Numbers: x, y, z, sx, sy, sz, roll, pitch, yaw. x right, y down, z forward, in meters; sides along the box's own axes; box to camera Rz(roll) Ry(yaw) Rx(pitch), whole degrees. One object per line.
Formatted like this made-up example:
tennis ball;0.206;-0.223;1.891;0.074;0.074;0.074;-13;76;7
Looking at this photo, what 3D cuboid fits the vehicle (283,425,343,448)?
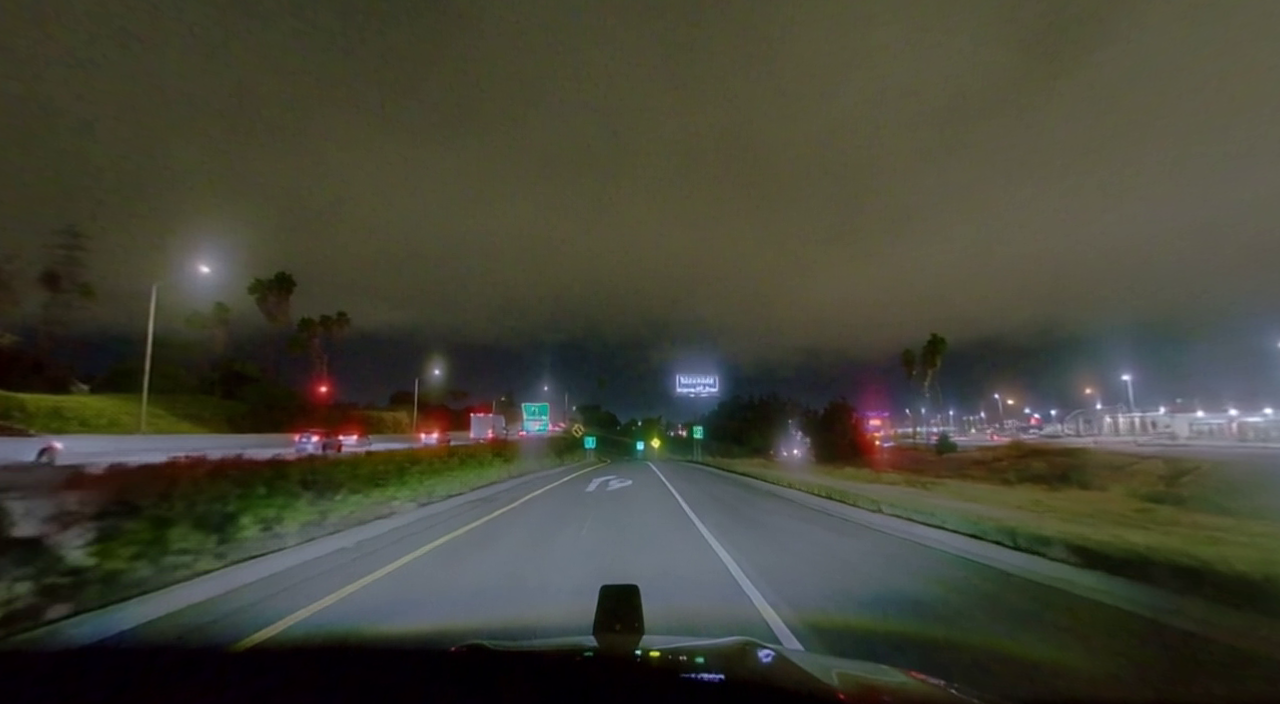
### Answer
vehicle;-22.700;5.882;44.015;1.933;1.496;4.516;0;-8;-2
